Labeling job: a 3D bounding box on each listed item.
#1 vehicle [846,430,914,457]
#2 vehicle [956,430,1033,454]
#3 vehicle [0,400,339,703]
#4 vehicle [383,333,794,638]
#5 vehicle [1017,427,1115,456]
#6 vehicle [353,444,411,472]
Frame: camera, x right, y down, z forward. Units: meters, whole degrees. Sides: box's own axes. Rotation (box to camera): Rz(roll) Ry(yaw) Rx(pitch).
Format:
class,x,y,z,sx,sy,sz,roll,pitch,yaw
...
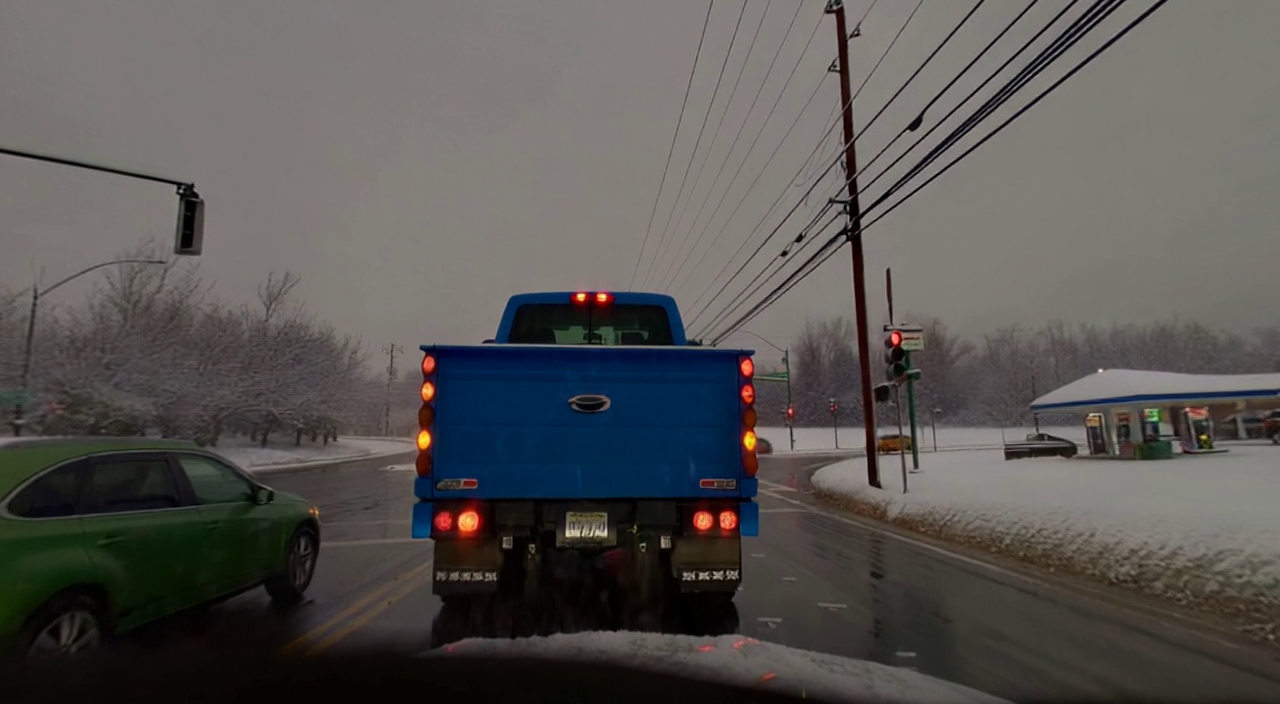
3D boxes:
class,x,y,z,sx,sy,sz,roll,pitch,yaw
vehicle,18.627,7.077,48.653,2.360,1.917,6.346,-8,-12,44
vehicle,26.717,6.787,47.405,5.021,1.757,2.012,2,-9,-16
vehicle,-3.952,1.191,3.989,2.017,1.555,4.150,-1,-9,0
vehicle,-0.413,1.324,7.214,2.859,2.144,5.406,0,-9,-1
vehicle,25.596,5.391,37.916,4.419,1.496,1.854,-2,-9,1
vehicle,-17.085,7.020,41.929,2.133,1.690,4.331,0,-9,-3
